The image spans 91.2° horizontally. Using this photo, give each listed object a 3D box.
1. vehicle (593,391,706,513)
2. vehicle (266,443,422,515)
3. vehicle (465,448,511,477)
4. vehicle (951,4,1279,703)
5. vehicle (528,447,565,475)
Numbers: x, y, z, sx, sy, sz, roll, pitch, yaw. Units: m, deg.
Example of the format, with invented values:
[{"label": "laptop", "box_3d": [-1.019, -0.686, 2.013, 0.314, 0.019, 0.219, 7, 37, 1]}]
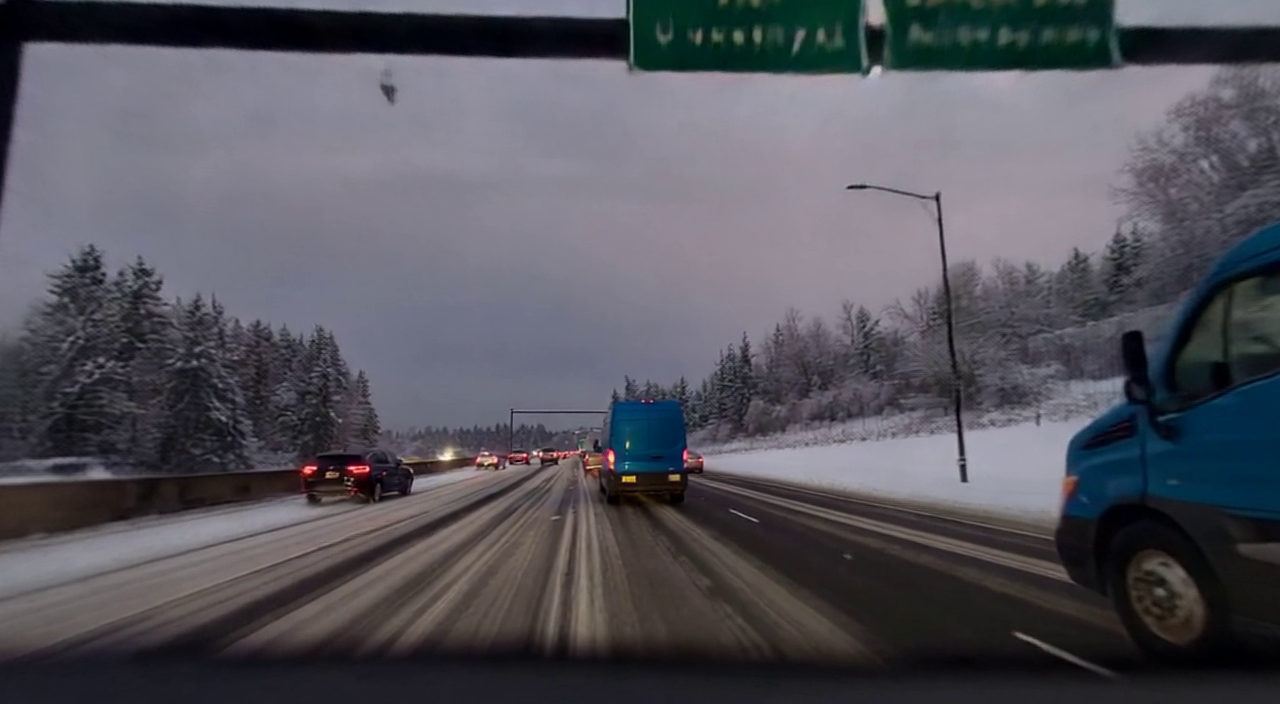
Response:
[{"label": "vehicle", "box_3d": [0.008, 2.510, 15.948, 2.268, 2.551, 5.144, 0, -9, -6]}, {"label": "vehicle", "box_3d": [-7.103, 3.061, 15.663, 2.003, 1.498, 4.386, 0, -9, -4]}, {"label": "vehicle", "box_3d": [-8.659, 6.294, 35.937, 2.026, 1.506, 4.102, 1, -9, -7]}, {"label": "vehicle", "box_3d": [4.783, 0.026, 3.092, 2.959, 3.648, 6.040, 1, -9, -4]}, {"label": "vehicle", "box_3d": [-5.538, 6.511, 37.682, 2.002, 1.536, 4.021, 0, -9, -6]}]
